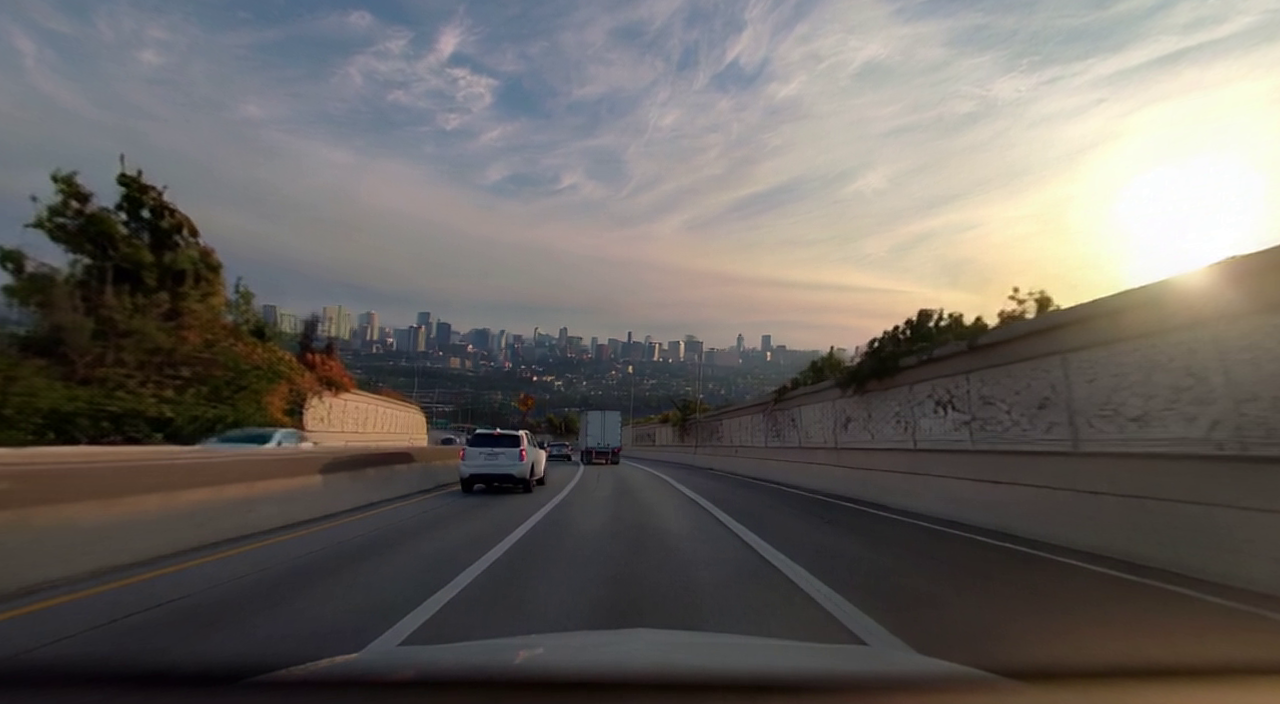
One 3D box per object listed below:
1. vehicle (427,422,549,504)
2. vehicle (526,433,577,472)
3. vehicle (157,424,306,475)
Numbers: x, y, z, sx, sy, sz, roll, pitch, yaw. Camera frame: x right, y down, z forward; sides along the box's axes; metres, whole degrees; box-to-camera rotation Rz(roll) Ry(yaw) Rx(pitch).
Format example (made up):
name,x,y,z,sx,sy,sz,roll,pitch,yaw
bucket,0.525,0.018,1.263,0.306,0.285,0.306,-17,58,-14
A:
name,x,y,z,sx,sy,sz,roll,pitch,yaw
vehicle,-3.577,2.719,15.761,2.041,1.734,4.391,1,-9,-1
vehicle,-4.293,4.959,31.172,2.044,1.740,4.361,1,-9,-3
vehicle,-13.398,3.248,21.077,1.988,1.499,4.591,1,-9,-2
